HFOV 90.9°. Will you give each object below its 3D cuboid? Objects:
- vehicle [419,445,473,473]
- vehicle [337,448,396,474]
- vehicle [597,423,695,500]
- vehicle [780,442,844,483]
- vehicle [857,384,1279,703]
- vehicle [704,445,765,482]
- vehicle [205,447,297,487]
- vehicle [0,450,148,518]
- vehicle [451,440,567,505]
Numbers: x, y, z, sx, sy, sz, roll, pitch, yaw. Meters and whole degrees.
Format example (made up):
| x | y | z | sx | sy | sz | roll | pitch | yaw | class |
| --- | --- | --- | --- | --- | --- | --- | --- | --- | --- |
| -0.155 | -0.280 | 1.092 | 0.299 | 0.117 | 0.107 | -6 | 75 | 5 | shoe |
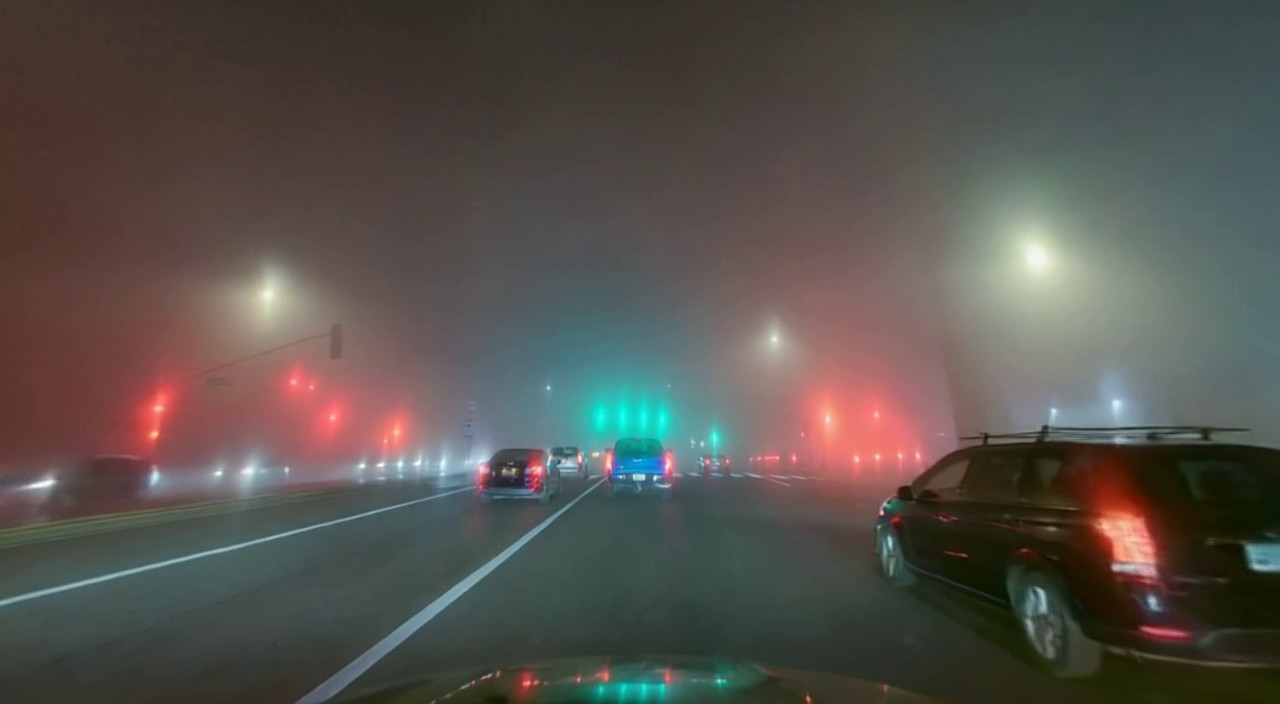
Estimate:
| x | y | z | sx | sy | sz | roll | pitch | yaw | class |
| --- | --- | --- | --- | --- | --- | --- | --- | --- | --- |
| -12.362 | 6.804 | 40.436 | 2.054 | 1.662 | 4.384 | 0 | -8 | 0 | vehicle |
| -18.476 | 7.365 | 42.803 | 2.025 | 1.625 | 4.527 | 0 | -8 | 0 | vehicle |
| 0.125 | 3.149 | 18.564 | 2.493 | 1.934 | 4.957 | 0 | -8 | 0 | vehicle |
| 8.778 | 5.636 | 32.571 | 2.126 | 1.820 | 4.521 | 3 | -8 | 2 | vehicle |
| 3.399 | 1.258 | 4.890 | 1.955 | 1.628 | 4.152 | 0 | -8 | 0 | vehicle |
| 4.072 | 4.875 | 27.946 | 1.968 | 1.472 | 4.456 | 0 | -8 | 0 | vehicle |
| -17.816 | 5.241 | 29.120 | 1.985 | 1.642 | 4.081 | 1 | -9 | -6 | vehicle |
| -15.230 | 3.237 | 15.884 | 1.897 | 1.461 | 4.602 | 0 | -8 | 1 | vehicle |
| -3.259 | 3.104 | 16.704 | 1.986 | 1.465 | 4.509 | 0 | -8 | 2 | vehicle |
